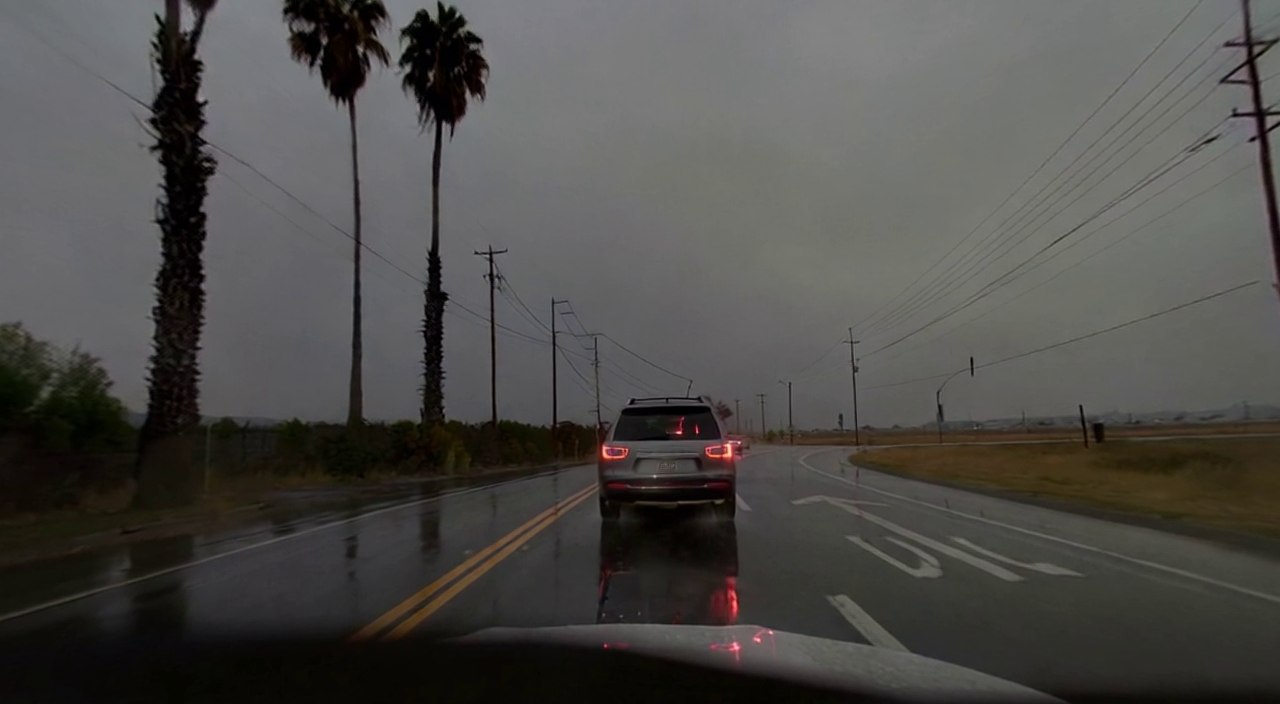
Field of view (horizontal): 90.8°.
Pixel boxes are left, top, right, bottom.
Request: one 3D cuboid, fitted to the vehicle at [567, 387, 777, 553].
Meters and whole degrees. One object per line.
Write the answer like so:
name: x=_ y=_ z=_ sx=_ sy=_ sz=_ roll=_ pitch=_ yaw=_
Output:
vehicle: x=0.322 y=1.650 z=9.462 sx=2.364 sy=1.859 sz=4.538 roll=0 pitch=-8 yaw=-1
